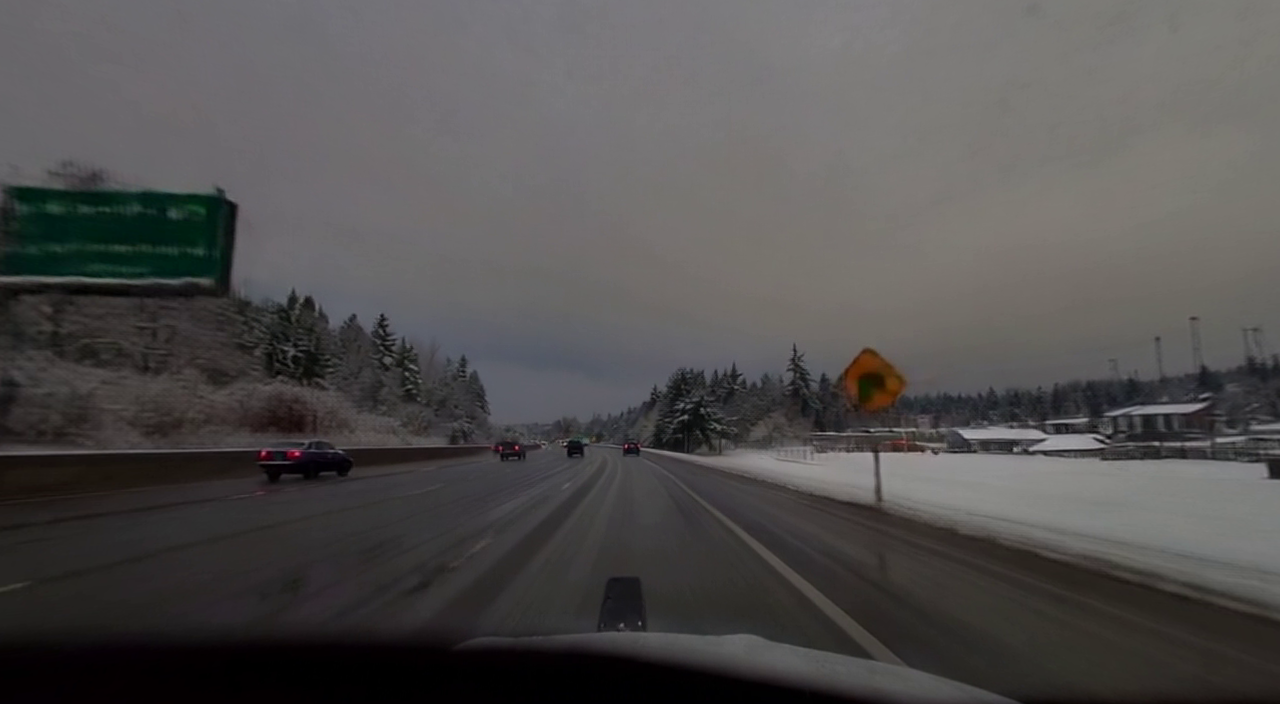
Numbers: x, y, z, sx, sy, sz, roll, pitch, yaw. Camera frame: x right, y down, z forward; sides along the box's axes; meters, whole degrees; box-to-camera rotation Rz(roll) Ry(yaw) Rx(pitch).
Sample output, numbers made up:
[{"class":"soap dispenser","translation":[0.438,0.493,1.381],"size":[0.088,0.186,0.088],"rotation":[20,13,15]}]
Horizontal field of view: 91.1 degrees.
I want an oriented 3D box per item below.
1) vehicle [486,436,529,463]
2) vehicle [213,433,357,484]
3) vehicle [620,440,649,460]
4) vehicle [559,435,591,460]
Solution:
[{"class":"vehicle","translation":[-8.884,6.560,42.342],"size":[2.015,1.651,4.432],"rotation":[1,-8,-2]},{"class":"vehicle","translation":[-11.715,3.541,21.231],"size":[2.056,1.489,4.852],"rotation":[0,-8,0]},{"class":"vehicle","translation":[-0.456,7.647,48.946],"size":[2.060,1.465,3.974],"rotation":[1,-8,-3]},{"class":"vehicle","translation":[-5.067,7.470,49.262],"size":[2.138,1.833,4.622],"rotation":[1,-8,-2]}]
